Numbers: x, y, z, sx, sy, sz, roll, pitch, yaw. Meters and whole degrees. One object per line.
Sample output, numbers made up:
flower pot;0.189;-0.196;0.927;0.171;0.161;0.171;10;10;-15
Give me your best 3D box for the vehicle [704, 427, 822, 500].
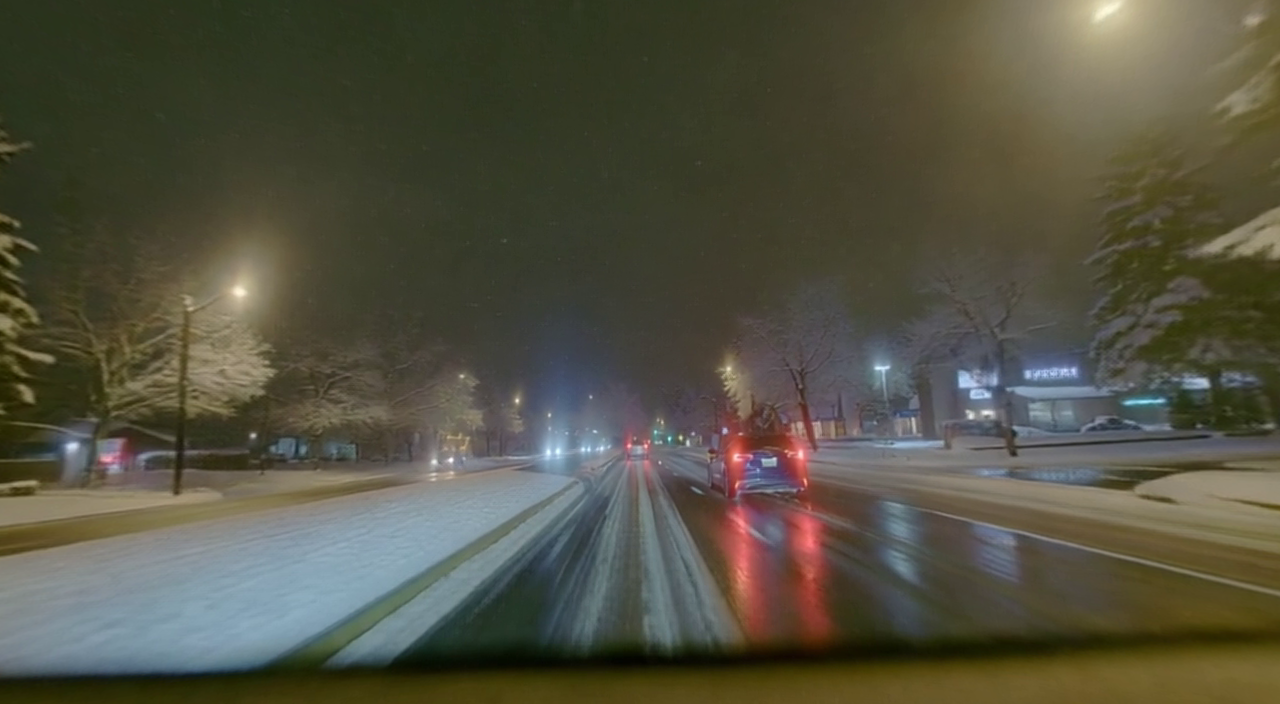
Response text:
vehicle;2.997;2.851;16.585;1.995;1.616;4.729;0;-8;-2
